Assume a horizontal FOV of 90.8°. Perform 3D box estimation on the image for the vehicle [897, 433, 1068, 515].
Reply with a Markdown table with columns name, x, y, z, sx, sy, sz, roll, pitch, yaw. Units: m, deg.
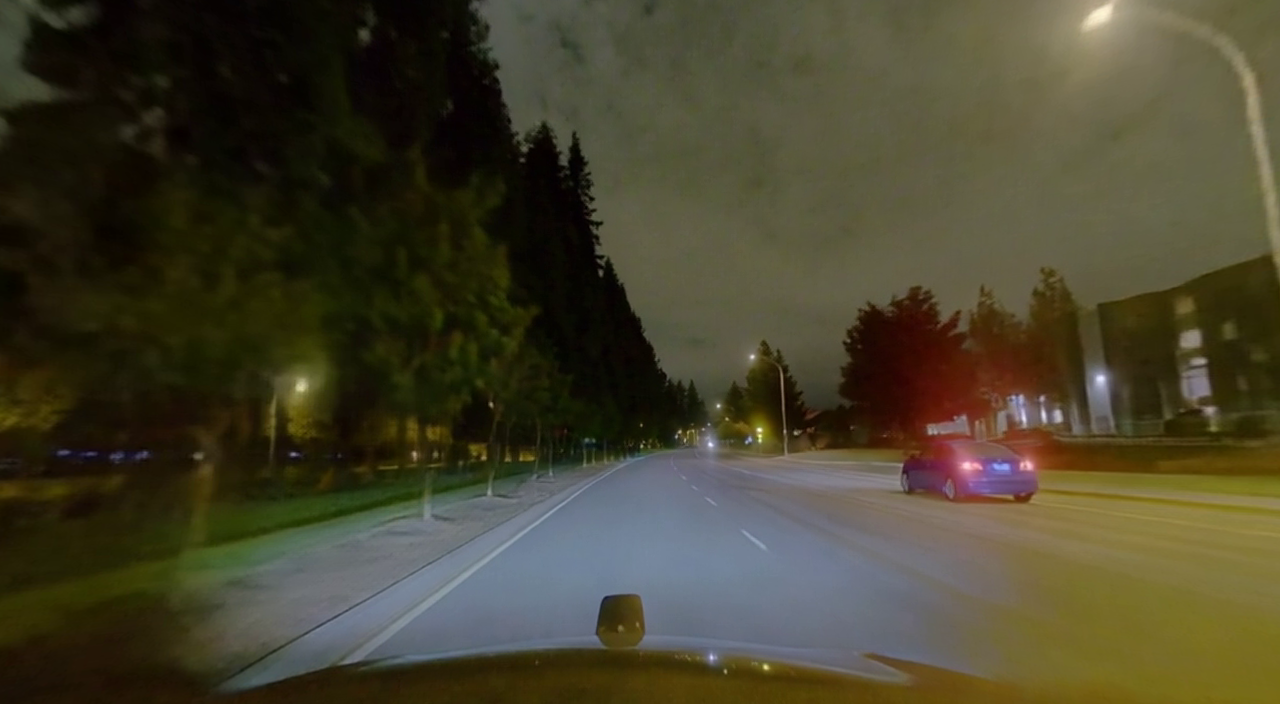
| name | x | y | z | sx | sy | sz | roll | pitch | yaw |
| --- | --- | --- | --- | --- | --- | --- | --- | --- | --- |
| vehicle | 7.230 | 2.584 | 13.787 | 1.797 | 1.518 | 3.433 | 0 | -9 | 0 |
